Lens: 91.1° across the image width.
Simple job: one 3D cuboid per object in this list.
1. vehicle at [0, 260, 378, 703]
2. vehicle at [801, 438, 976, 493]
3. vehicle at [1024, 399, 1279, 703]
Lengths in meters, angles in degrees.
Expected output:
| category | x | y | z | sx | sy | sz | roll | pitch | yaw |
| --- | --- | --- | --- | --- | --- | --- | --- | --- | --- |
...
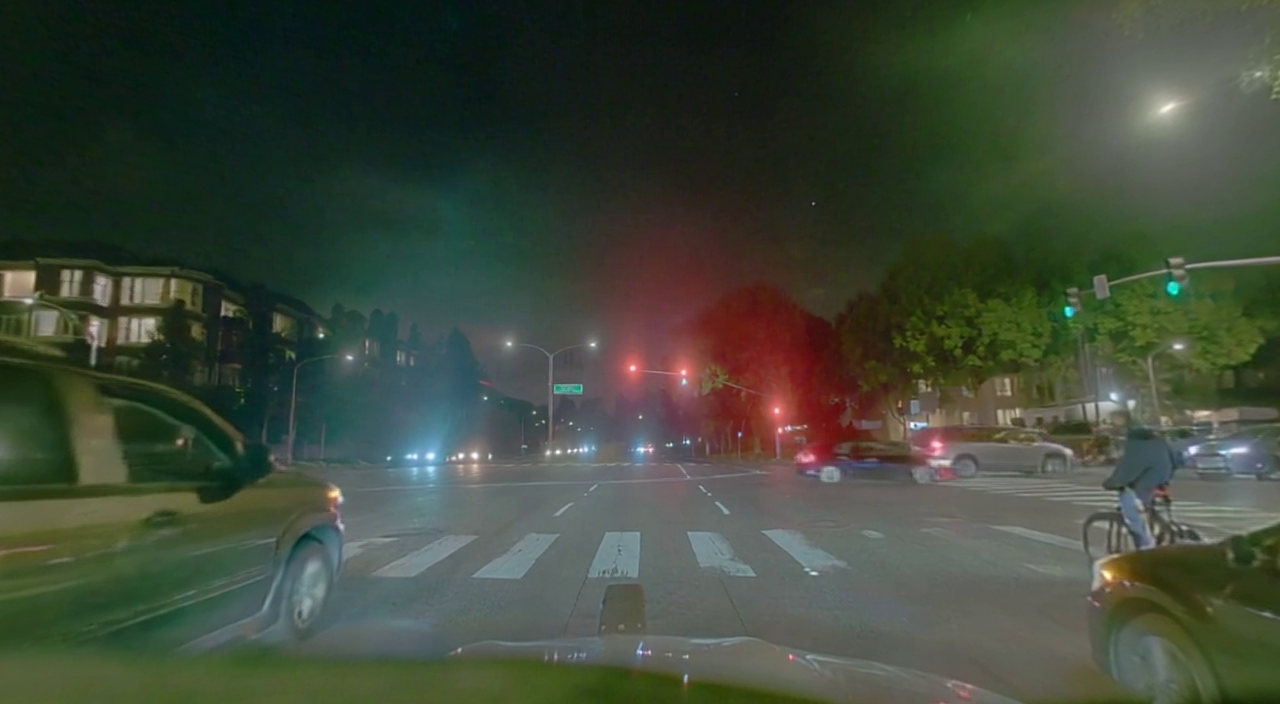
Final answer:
| category | x | y | z | sx | sy | sz | roll | pitch | yaw |
| --- | --- | --- | --- | --- | --- | --- | --- | --- | --- |
| vehicle | -3.252 | 0.714 | 2.519 | 2.231 | 1.898 | 4.985 | 0 | -8 | 0 |
| vehicle | 6.519 | 2.970 | 16.753 | 4.050 | 1.304 | 1.921 | -3 | -9 | 21 |
| vehicle | 3.093 | 0.758 | 1.165 | 1.990 | 1.454 | 4.490 | 0 | -8 | 1 |
